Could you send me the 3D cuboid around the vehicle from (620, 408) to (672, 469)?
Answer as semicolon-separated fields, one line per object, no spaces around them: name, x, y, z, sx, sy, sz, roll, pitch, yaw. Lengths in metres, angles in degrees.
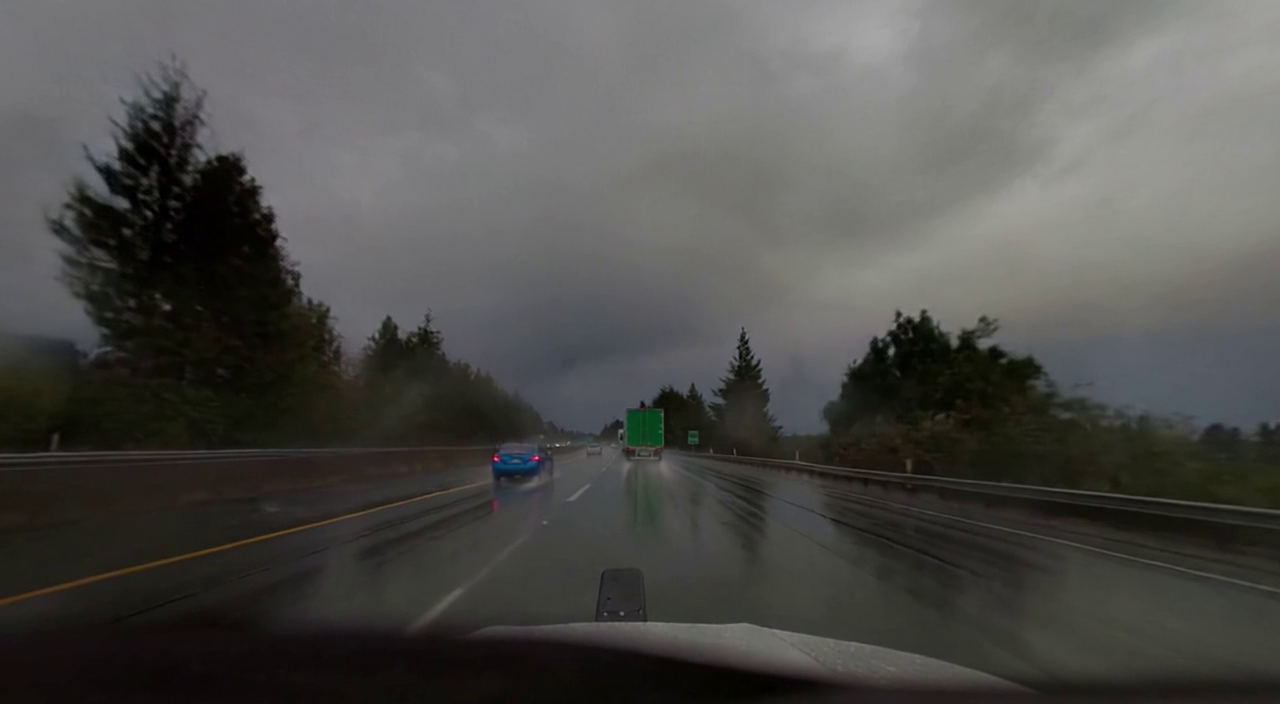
vehicle;0.231;5.865;42.224;2.893;3.628;9.081;0;-9;-3

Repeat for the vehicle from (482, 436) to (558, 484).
vehicle;-4.280;3.920;23.047;1.977;1.602;3.944;0;-9;0
